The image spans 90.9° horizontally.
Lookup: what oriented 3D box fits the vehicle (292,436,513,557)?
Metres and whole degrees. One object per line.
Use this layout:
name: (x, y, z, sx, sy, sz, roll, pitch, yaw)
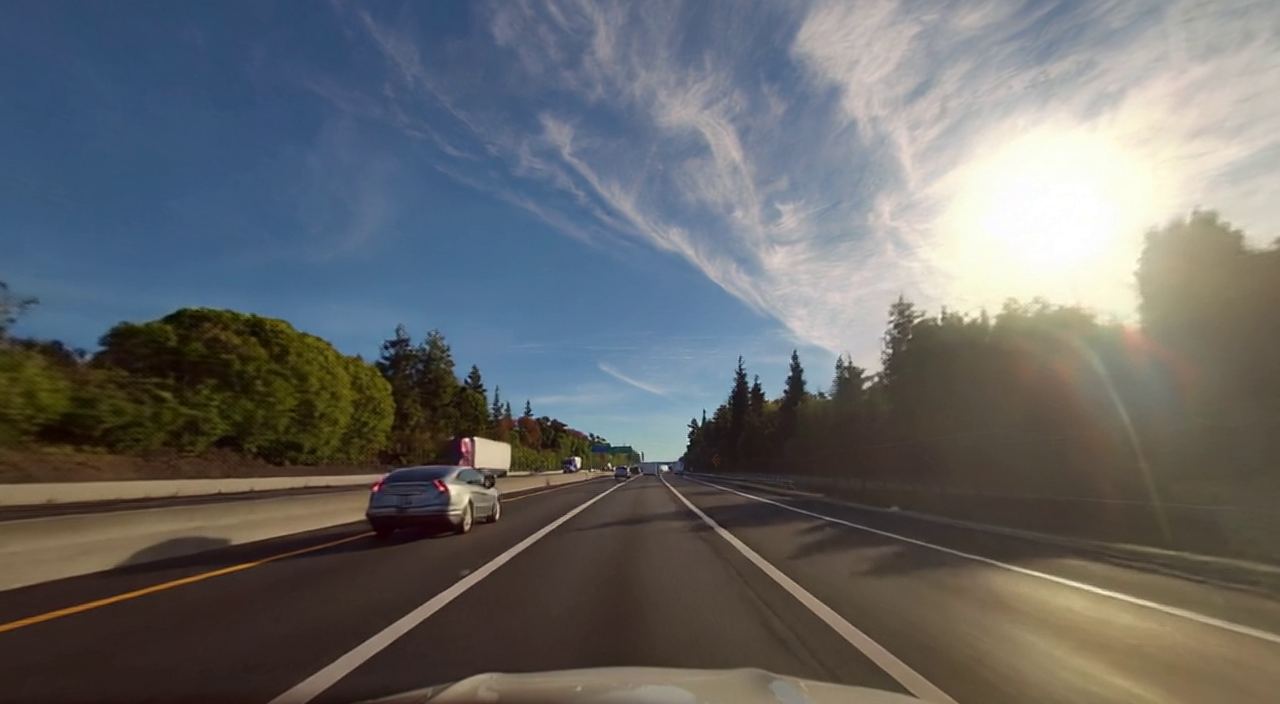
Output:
vehicle: (-3.855, 2.486, 11.353, 2.053, 1.657, 4.725, 1, -11, 1)
